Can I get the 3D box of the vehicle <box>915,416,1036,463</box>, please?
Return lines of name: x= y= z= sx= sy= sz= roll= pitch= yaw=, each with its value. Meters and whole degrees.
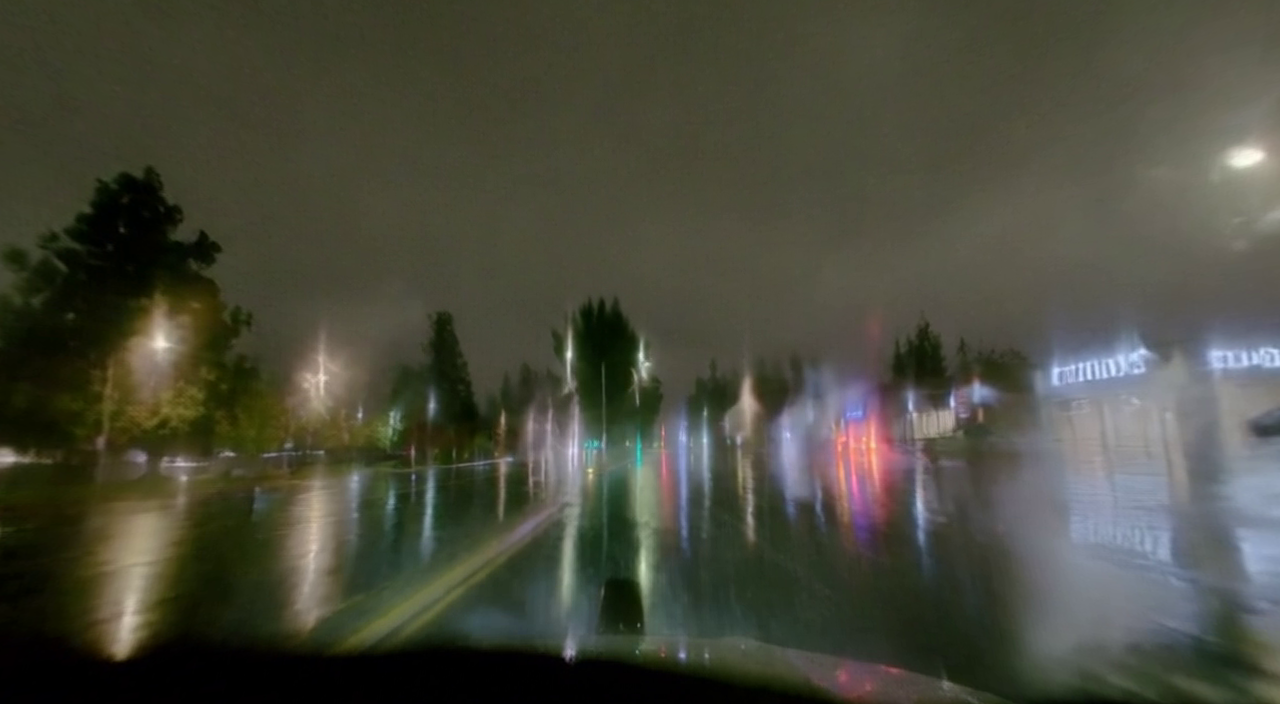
vehicle: x=14.897 y=3.990 z=28.572 sx=2.195 sy=1.926 sz=5.466 roll=0 pitch=-9 yaw=-4
